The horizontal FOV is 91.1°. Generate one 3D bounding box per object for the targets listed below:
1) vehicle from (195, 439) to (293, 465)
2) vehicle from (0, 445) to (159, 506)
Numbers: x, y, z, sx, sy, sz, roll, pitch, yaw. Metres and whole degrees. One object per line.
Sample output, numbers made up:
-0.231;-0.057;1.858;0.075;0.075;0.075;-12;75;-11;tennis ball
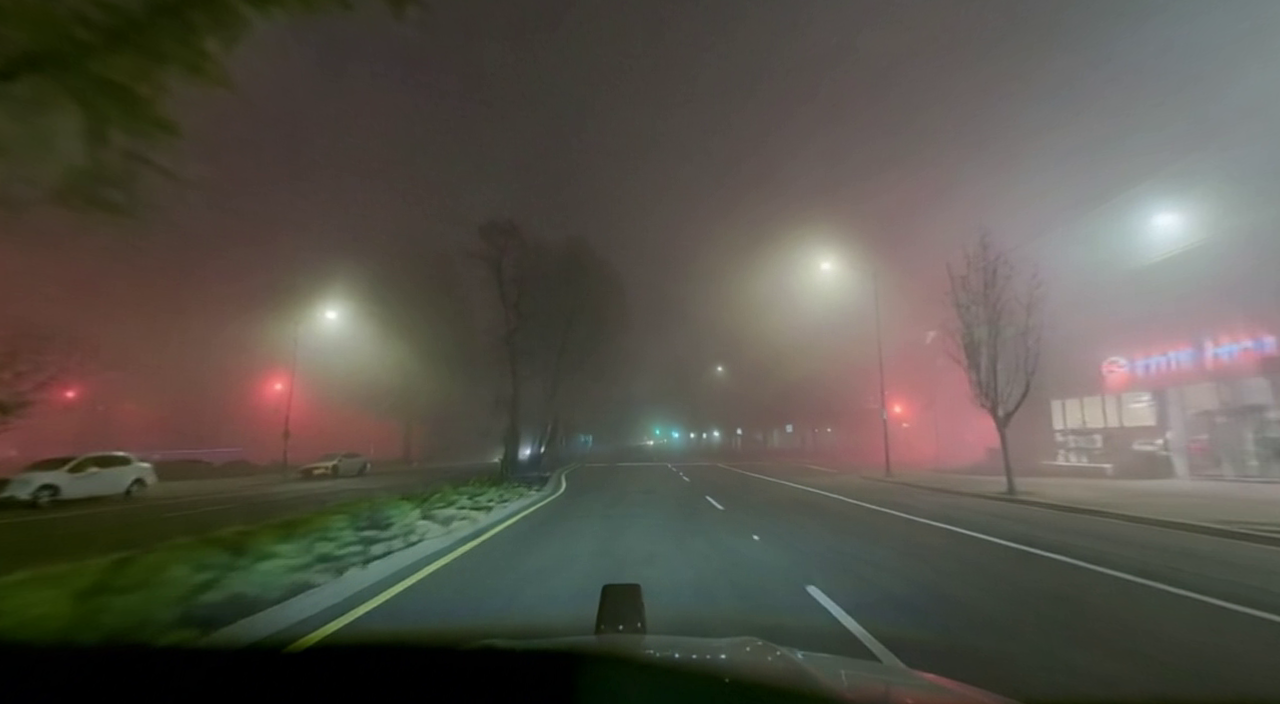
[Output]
-25.890;6.546;41.177;4.946;1.656;2.016;1;-8;-4;vehicle
-18.889;3.871;20.299;2.177;1.656;5.516;0;-8;1;vehicle
